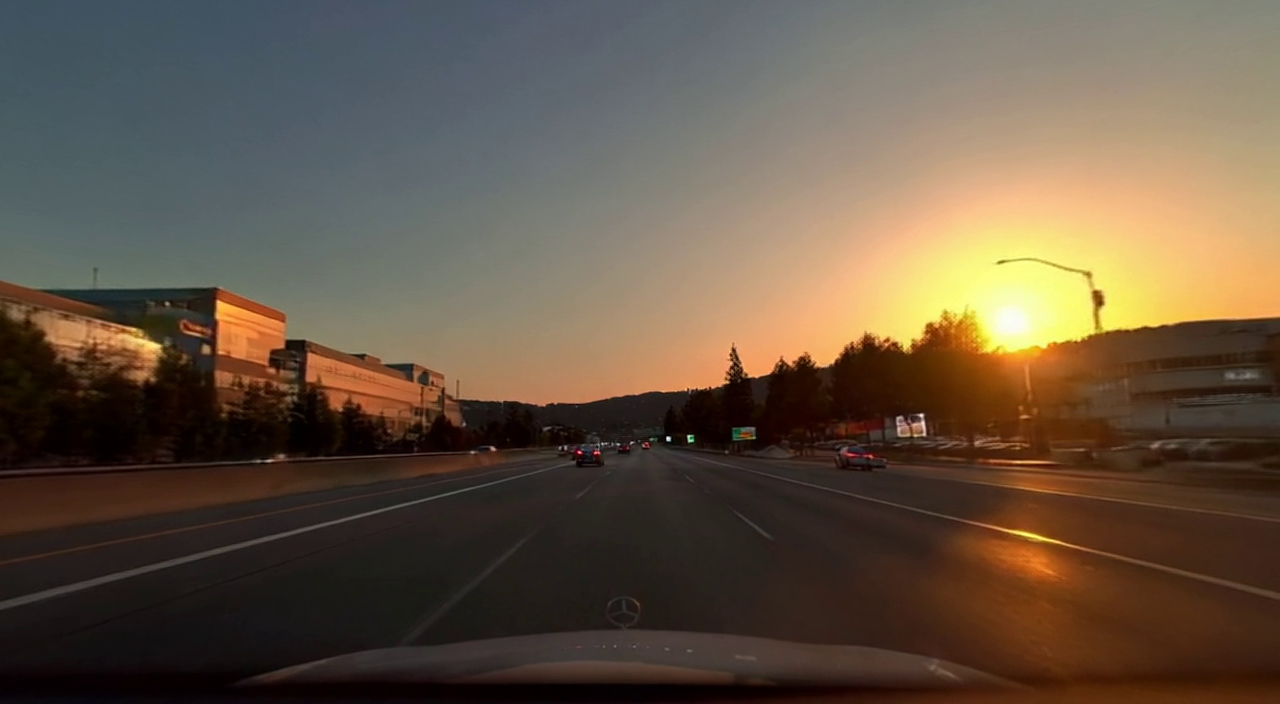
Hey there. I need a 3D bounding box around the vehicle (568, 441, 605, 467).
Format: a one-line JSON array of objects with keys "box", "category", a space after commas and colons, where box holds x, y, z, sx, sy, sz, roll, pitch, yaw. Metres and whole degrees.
[{"box": [-3.374, 6.557, 40.494, 2.015, 1.557, 4.229, 0, -9, 1], "category": "vehicle"}]
